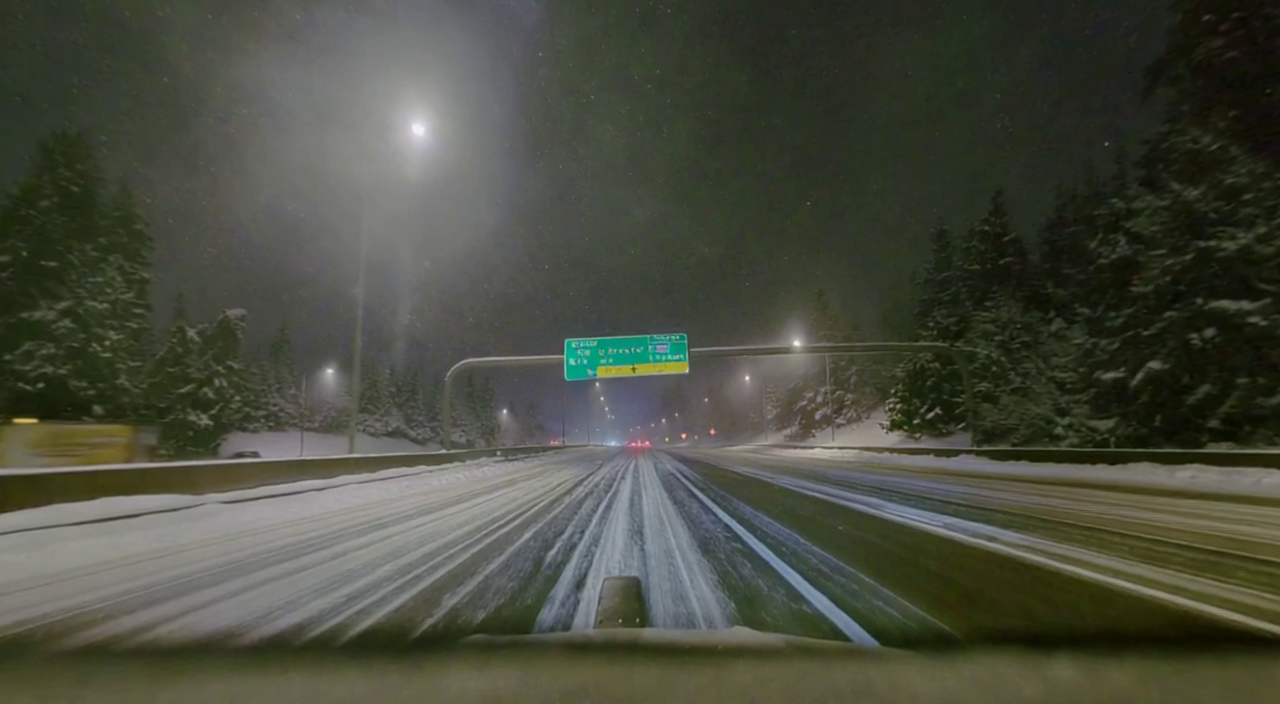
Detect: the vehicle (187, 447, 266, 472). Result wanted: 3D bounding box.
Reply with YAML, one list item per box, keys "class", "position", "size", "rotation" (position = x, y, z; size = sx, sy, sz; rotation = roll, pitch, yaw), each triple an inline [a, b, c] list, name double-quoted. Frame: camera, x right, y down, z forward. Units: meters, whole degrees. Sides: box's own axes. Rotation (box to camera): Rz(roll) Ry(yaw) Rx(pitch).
- class: "vehicle"
  position: [-31.953, 8.291, 49.060]
  size: [2.240, 1.819, 5.724]
  rotation: [0, -8, 1]

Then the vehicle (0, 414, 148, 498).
- class: "vehicle"
  position: [-15.059, 2.494, 15.248]
  size: [2.031, 1.831, 5.342]
  rotation: [0, -8, 0]
